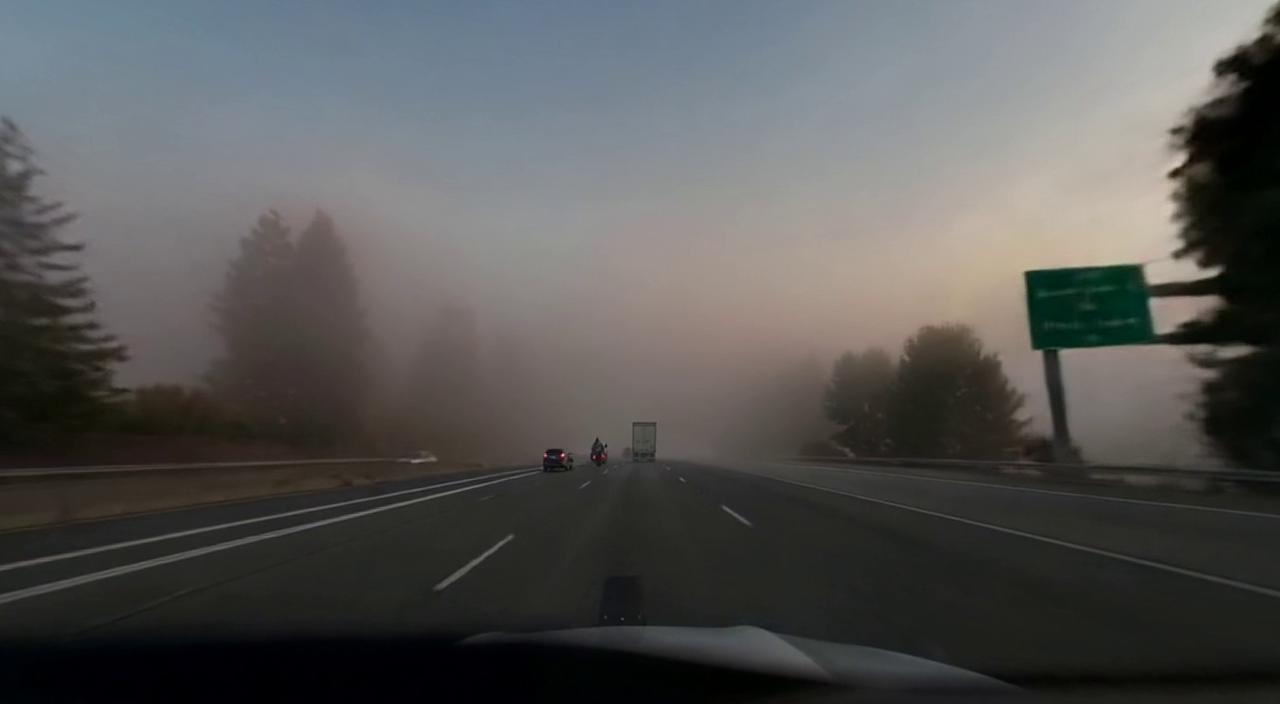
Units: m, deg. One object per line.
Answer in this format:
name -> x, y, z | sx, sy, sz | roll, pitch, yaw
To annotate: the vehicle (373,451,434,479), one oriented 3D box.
vehicle -> -13.593, 6.499, 36.460 | 1.829, 1.456, 4.195 | 0, -9, 1
